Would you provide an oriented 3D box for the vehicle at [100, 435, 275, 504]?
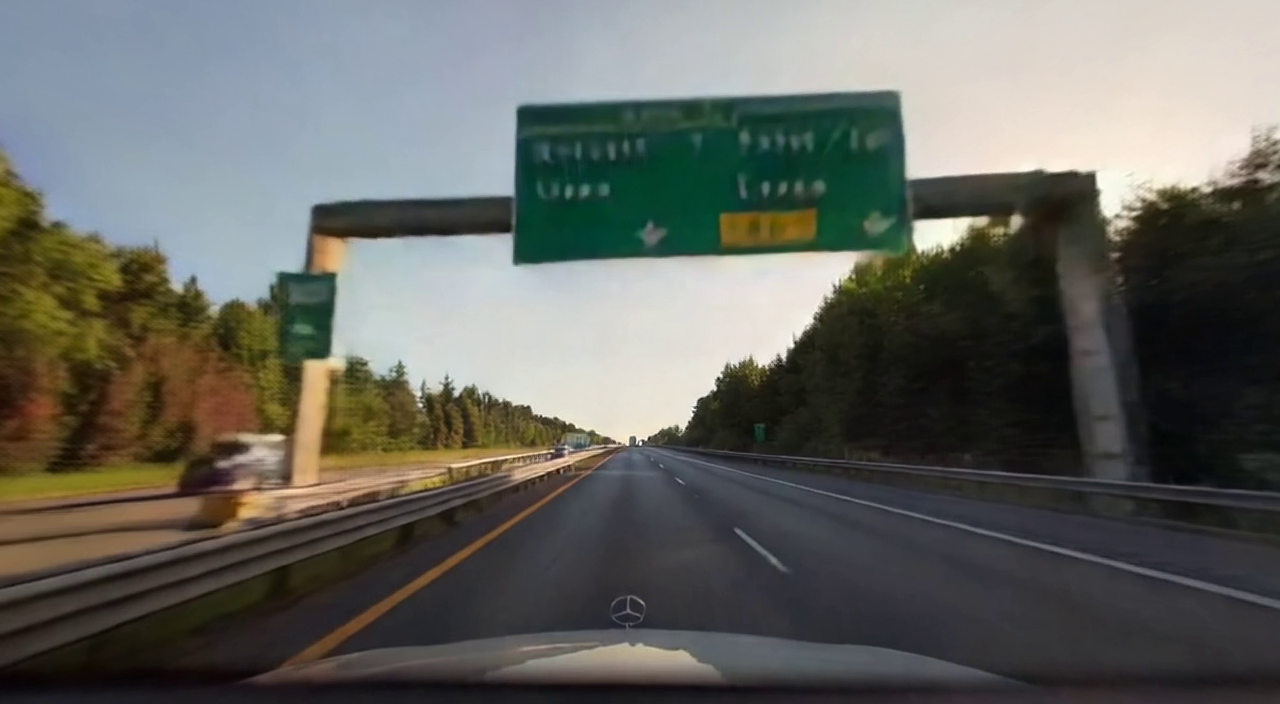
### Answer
[{"bbox_3d":[-12.441,3.220,17.691,1.873,1.685,4.030,0,-8,0],"label":"vehicle"}]
